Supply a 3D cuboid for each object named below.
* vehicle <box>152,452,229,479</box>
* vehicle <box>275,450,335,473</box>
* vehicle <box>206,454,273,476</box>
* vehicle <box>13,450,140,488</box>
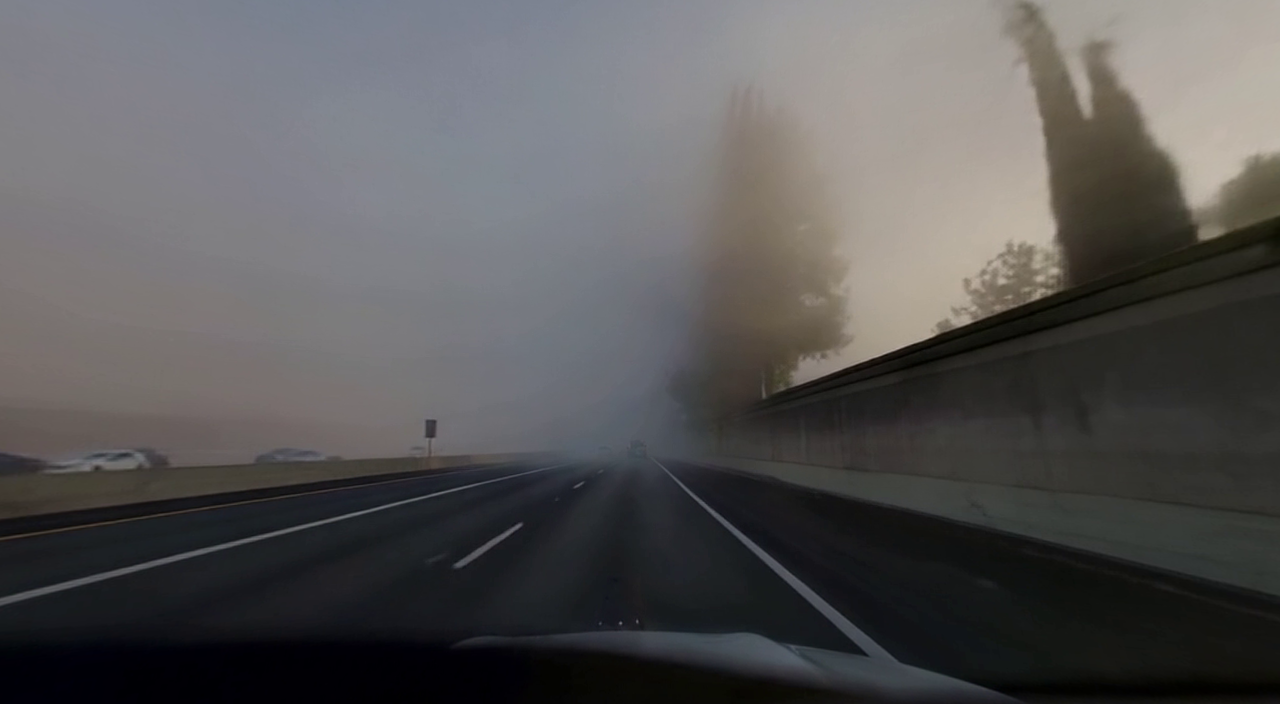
[{"bbox_3d":[-33.718,8.501,47.433,2.018,1.811,4.943,0,-9,1],"label":"vehicle"},{"bbox_3d":[-25.697,8.358,48.496,1.995,1.653,4.667,0,-9,0],"label":"vehicle"},{"bbox_3d":[-29.600,8.339,46.709,1.862,1.517,4.693,0,-9,0],"label":"vehicle"},{"bbox_3d":[-29.679,6.154,33.450,2.146,1.840,4.934,0,-9,0],"label":"vehicle"}]
